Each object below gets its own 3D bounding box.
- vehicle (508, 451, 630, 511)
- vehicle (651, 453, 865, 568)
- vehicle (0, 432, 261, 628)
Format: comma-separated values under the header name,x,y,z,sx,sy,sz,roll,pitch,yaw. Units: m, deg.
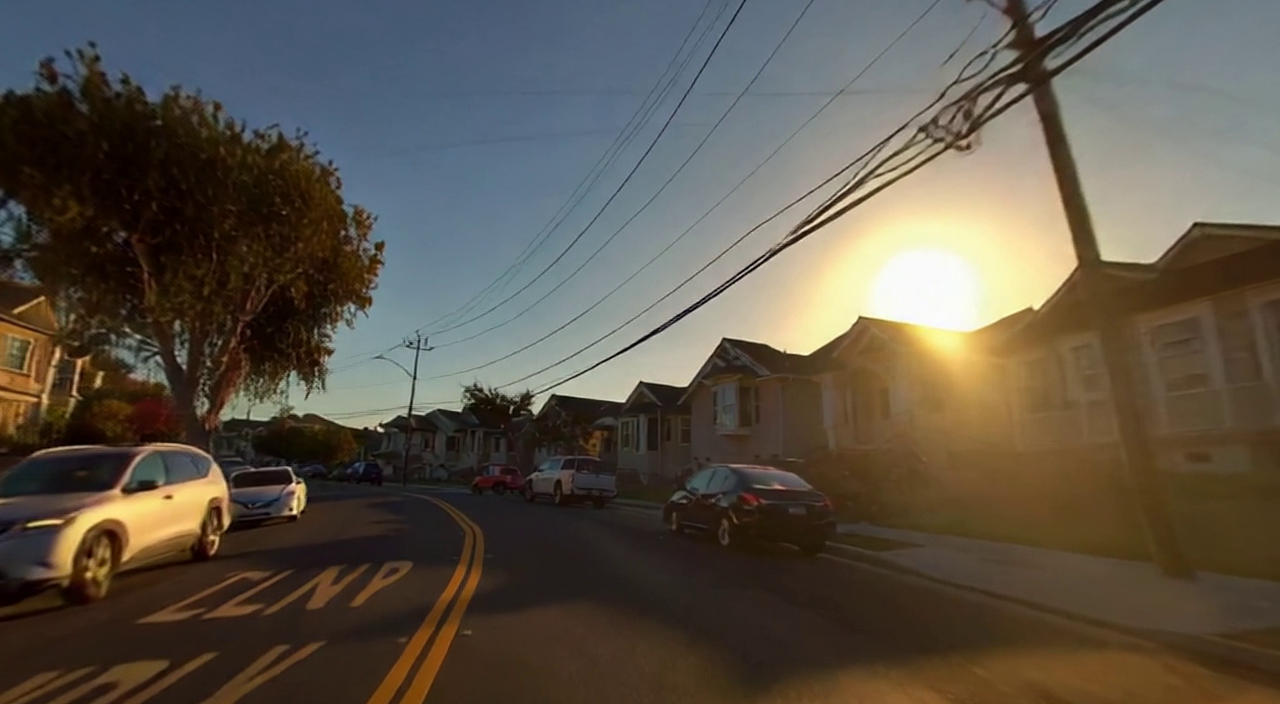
name,x,y,z,sx,sy,sz,roll,pitch,yaw
vehicle,-2.834,4.765,23.753,2.449,1.869,5.504,9,-12,-28
vehicle,1.781,2.623,11.227,1.923,1.531,4.568,5,-10,-14
vehicle,-7.507,2.211,8.559,2.378,1.840,5.389,-2,-10,-12
